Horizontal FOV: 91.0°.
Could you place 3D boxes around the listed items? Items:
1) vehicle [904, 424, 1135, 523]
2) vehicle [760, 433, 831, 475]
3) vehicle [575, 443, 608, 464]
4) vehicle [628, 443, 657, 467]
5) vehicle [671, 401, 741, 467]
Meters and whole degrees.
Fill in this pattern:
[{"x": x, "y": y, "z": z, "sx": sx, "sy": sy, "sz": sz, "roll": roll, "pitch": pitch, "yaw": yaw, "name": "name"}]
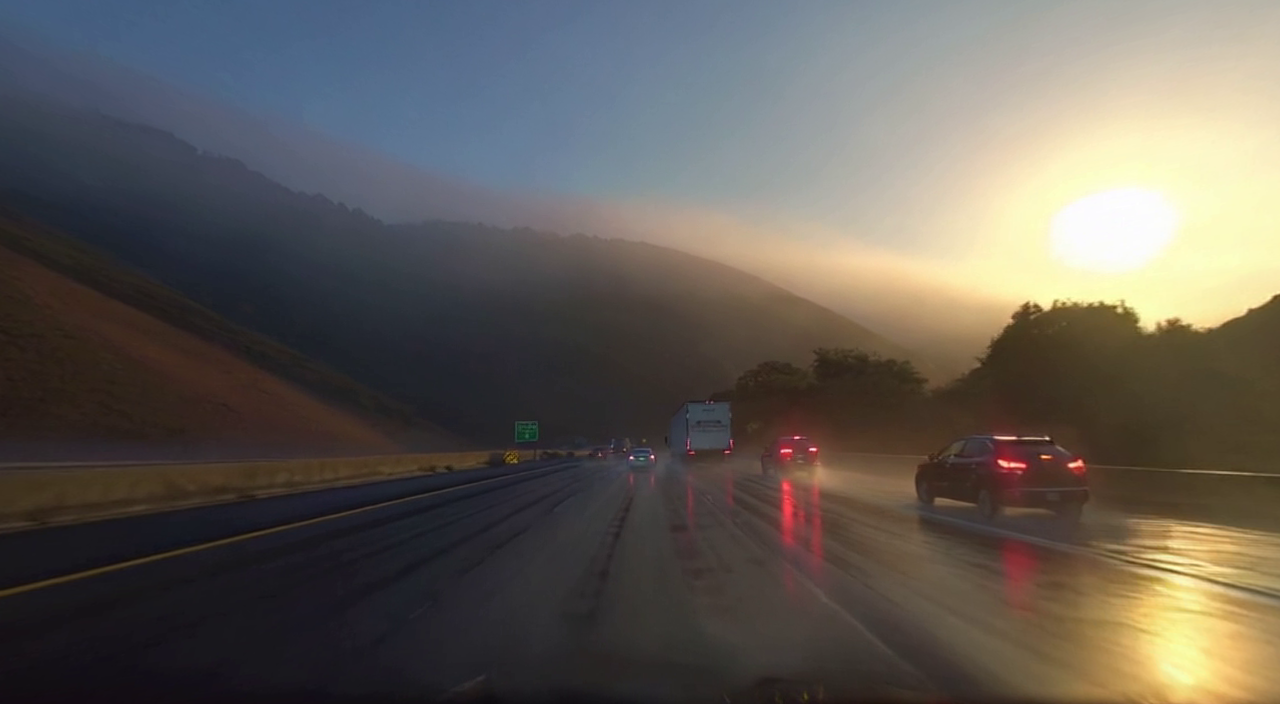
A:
[{"x": 7.457, "y": 2.417, "z": 13.072, "sx": 2.044, "sy": 1.676, "sz": 4.421, "roll": 0, "pitch": -9, "yaw": 0, "name": "vehicle"}, {"x": 7.233, "y": 4.811, "z": 29.886, "sx": 2.143, "sy": 1.775, "sz": 4.729, "roll": 0, "pitch": -9, "yaw": 0, "name": "vehicle"}, {"x": -3.713, "y": 7.881, "z": 48.900, "sx": 2.132, "sy": 1.506, "sz": 4.256, "roll": 0, "pitch": -9, "yaw": 0, "name": "vehicle"}, {"x": 0.132, "y": 6.921, "z": 42.493, "sx": 1.866, "sy": 1.492, "sz": 3.932, "roll": 0, "pitch": -9, "yaw": -1, "name": "vehicle"}, {"x": 3.918, "y": 5.349, "z": 40.286, "sx": 3.130, "sy": 3.607, "sz": 11.129, "roll": 0, "pitch": -9, "yaw": -1, "name": "vehicle"}]
